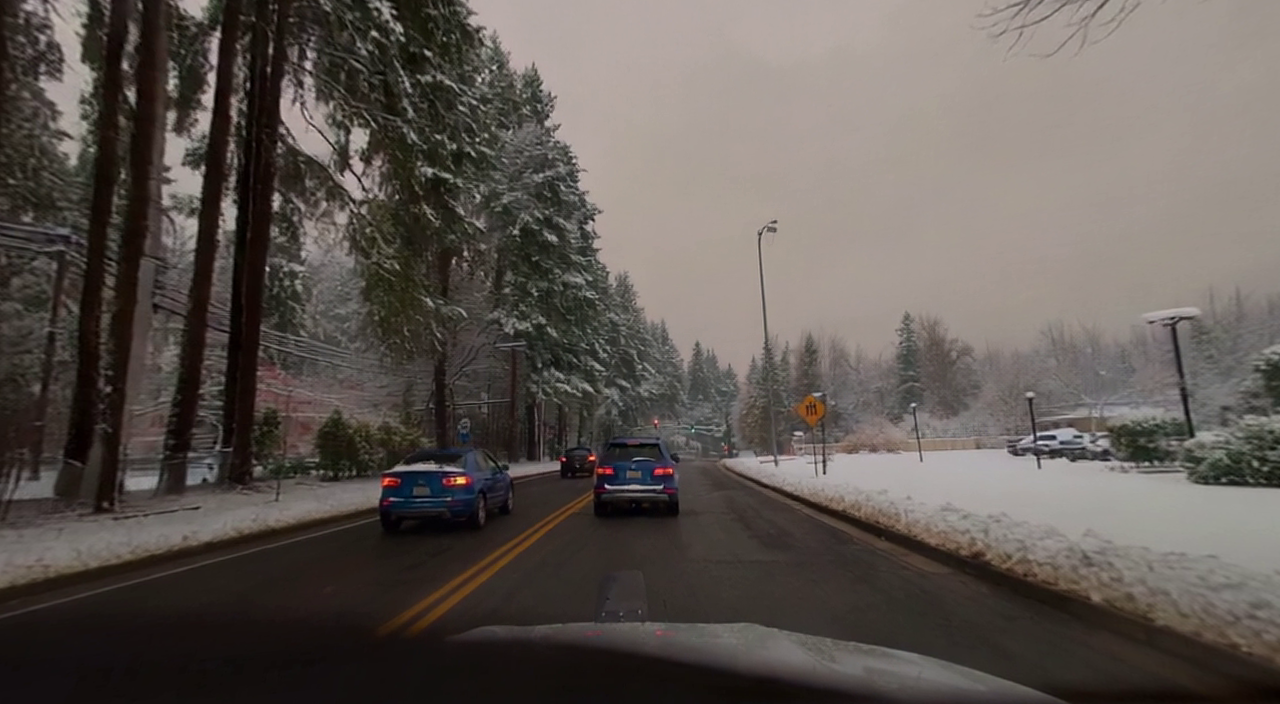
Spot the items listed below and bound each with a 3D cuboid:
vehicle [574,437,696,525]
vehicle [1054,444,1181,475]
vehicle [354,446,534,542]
[{"bbox_3d":[-0.076,2.656,13.549,2.229,1.591,3.897,0,-8,0],"label":"vehicle"},{"bbox_3d":[27.902,6.289,37.040,5.955,1.702,2.166,1,-8,-6],"label":"vehicle"},{"bbox_3d":[-3.442,2.545,12.129,1.922,1.464,4.424,0,-8,1],"label":"vehicle"}]
